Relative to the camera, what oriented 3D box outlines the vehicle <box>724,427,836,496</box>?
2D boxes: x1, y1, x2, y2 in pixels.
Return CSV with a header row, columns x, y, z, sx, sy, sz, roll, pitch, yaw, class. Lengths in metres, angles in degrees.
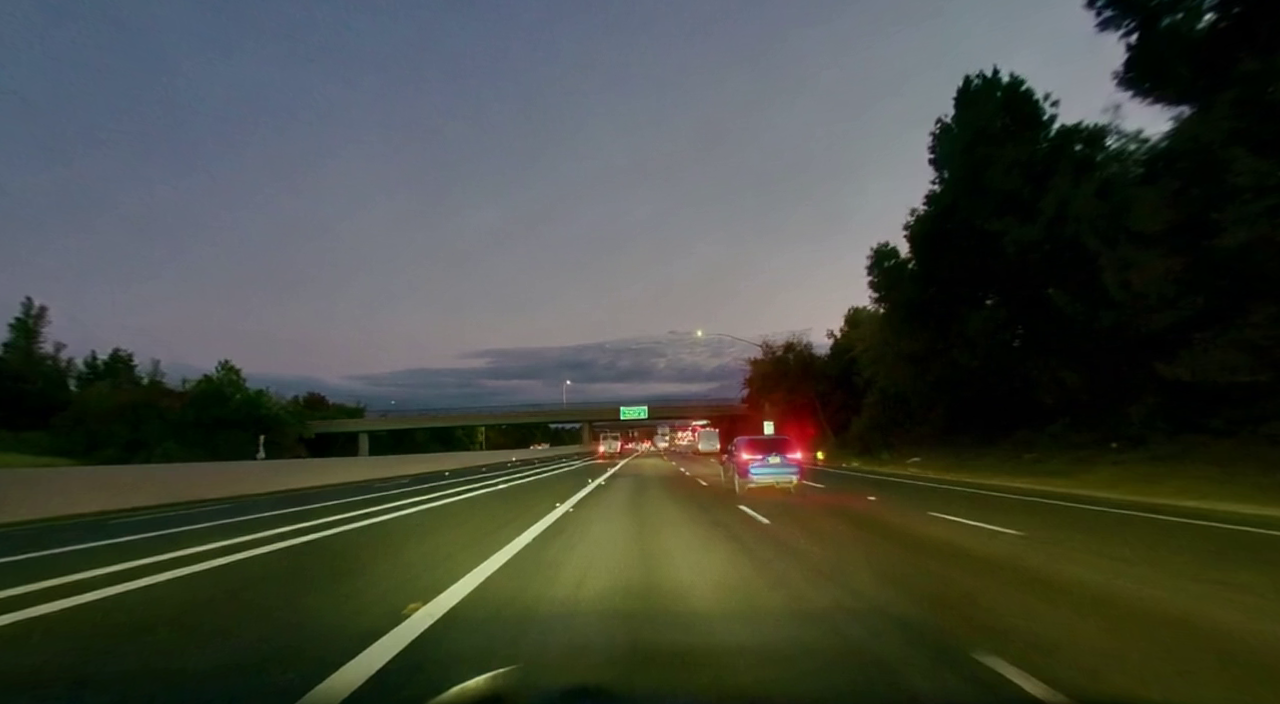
x,y,z,sx,sy,sz,roll,pitch,yaw,class
3.809,3.079,18.042,2.148,1.691,4.443,0,-8,-1,vehicle
